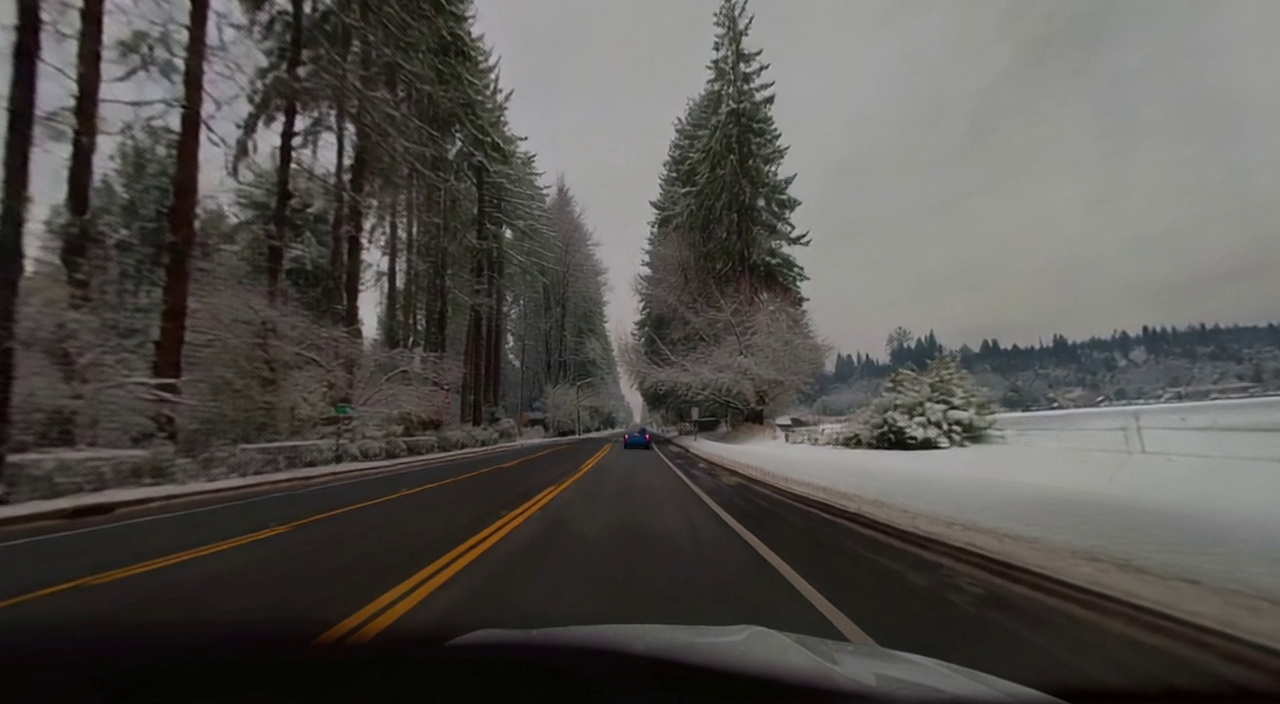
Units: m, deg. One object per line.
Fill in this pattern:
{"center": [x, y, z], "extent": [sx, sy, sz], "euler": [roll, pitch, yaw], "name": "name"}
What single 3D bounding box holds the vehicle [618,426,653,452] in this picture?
{"center": [-0.285, 5.354, 38.745], "extent": [2.067, 1.486, 3.861], "euler": [0, -8, 0], "name": "vehicle"}
